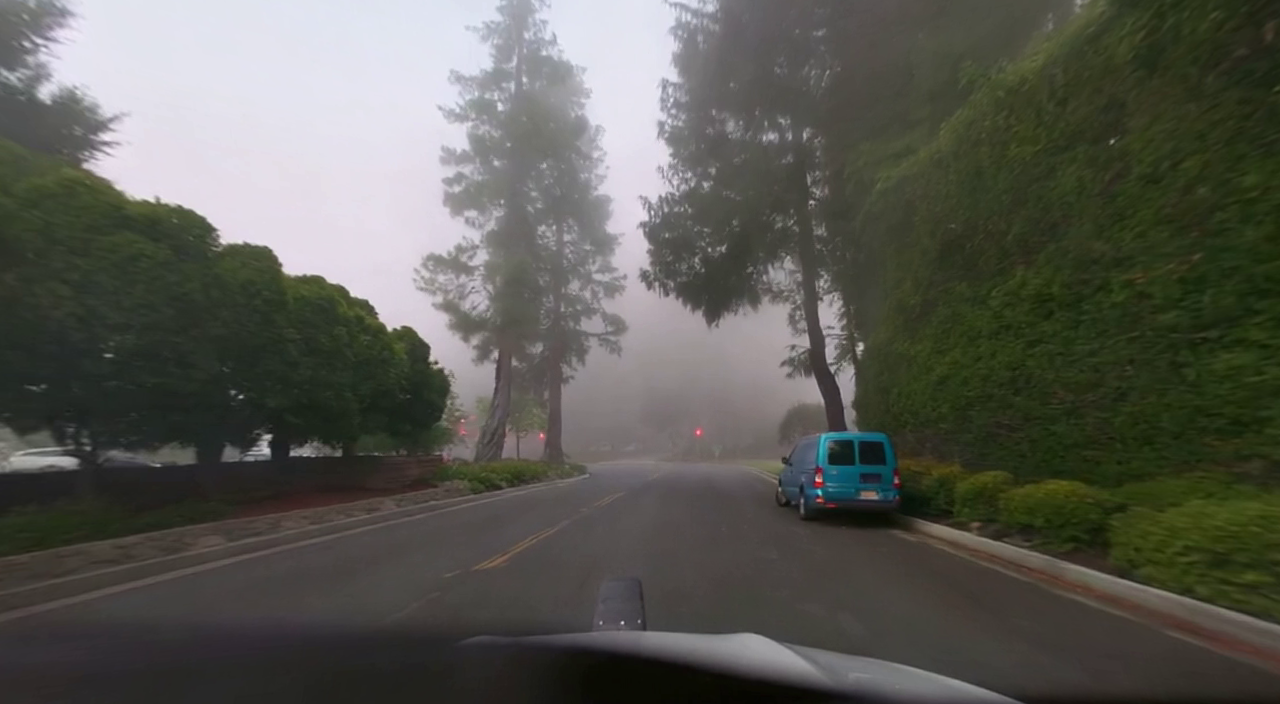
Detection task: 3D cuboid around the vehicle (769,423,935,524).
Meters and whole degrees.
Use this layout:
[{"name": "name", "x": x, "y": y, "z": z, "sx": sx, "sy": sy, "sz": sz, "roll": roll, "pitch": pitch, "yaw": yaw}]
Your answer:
[{"name": "vehicle", "x": 4.426, "y": 2.621, "z": 14.100, "sx": 2.323, "sy": 1.849, "sz": 4.691, "roll": 0, "pitch": -9, "yaw": 3}]
